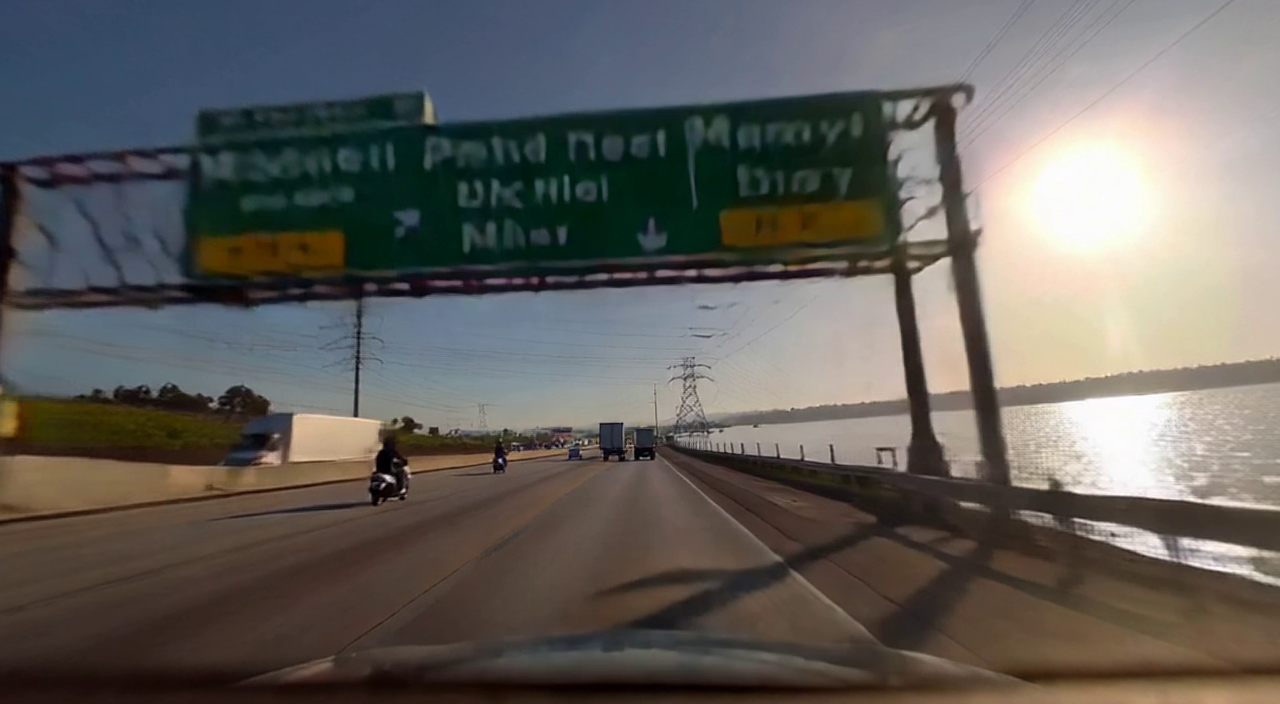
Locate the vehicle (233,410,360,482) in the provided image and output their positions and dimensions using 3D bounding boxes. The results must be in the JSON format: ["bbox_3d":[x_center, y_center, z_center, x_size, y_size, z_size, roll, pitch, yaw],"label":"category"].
[{"bbox_3d":[-20.737,5.774,38.846,2.897,3.919,8.383,0,-8,1],"label":"vehicle"}]

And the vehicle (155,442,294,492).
[{"bbox_3d":[-17.091,4.696,26.358,2.205,1.847,5.210,0,-8,1],"label":"vehicle"}]
